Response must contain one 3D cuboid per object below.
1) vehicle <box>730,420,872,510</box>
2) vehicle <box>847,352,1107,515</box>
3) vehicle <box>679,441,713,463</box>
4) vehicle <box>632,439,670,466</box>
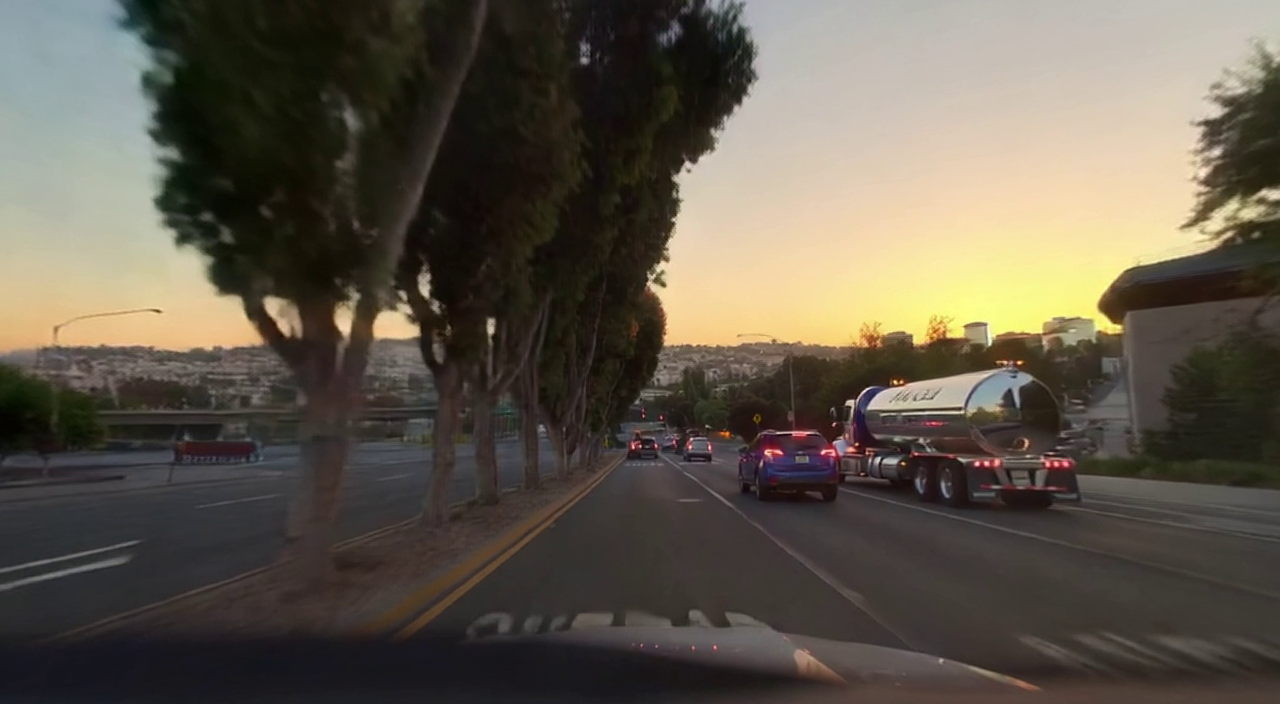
[{"bbox_3d":[3.500,2.581,14.710,2.045,1.729,4.532,-1,-9,-1],"label":"vehicle"},{"bbox_3d":[7.761,2.098,15.781,2.849,3.207,6.275,-1,-9,-1],"label":"vehicle"},{"bbox_3d":[3.851,7.024,44.247,1.917,1.475,4.081,0,-9,-1],"label":"vehicle"},{"bbox_3d":[0.608,6.007,37.589,2.148,1.488,4.002,-1,-9,0],"label":"vehicle"}]
